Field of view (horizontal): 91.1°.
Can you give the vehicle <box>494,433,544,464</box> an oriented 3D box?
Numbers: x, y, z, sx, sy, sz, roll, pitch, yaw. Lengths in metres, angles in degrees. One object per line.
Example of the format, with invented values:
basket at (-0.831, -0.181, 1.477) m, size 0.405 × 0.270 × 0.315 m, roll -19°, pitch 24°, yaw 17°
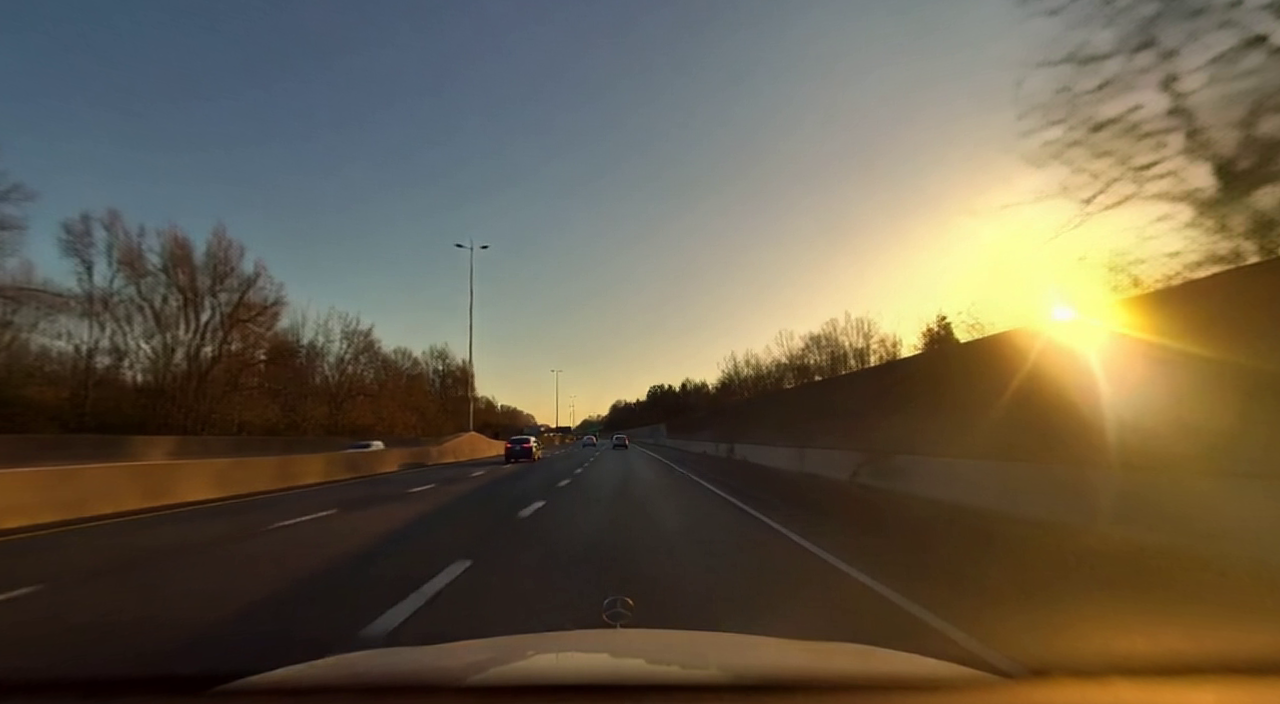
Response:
vehicle at (-6.372, 5.114, 33.607) m, size 1.988 × 1.505 × 4.044 m, roll 0°, pitch -8°, yaw -1°
